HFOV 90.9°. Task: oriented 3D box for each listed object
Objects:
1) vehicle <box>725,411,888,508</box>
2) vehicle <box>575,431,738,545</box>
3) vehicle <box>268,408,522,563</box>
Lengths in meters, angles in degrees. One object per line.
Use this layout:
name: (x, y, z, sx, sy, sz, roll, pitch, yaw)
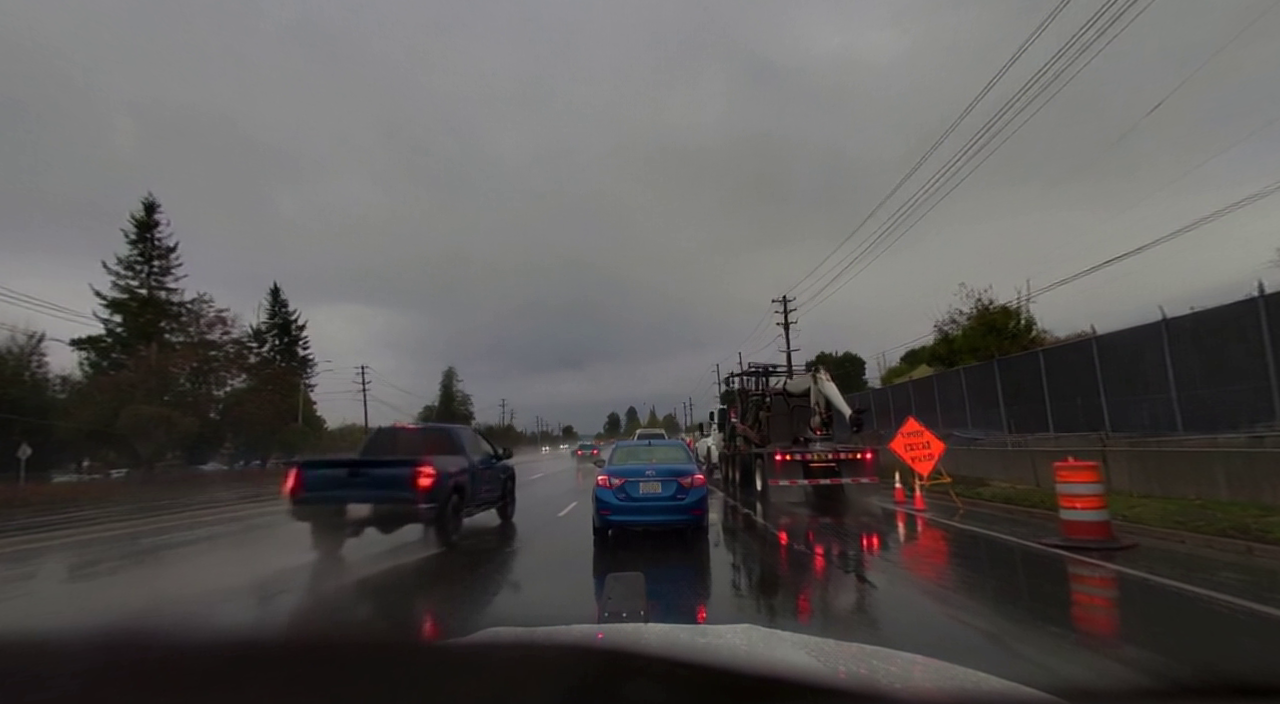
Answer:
vehicle: (3.943, 2.736, 16.504, 2.555, 2.017, 6.201, 0, -8, 0)
vehicle: (0.237, 2.108, 10.470, 2.128, 1.473, 4.272, 0, -8, 1)
vehicle: (-3.158, 1.822, 9.263, 1.989, 1.729, 4.184, 0, -8, 1)
